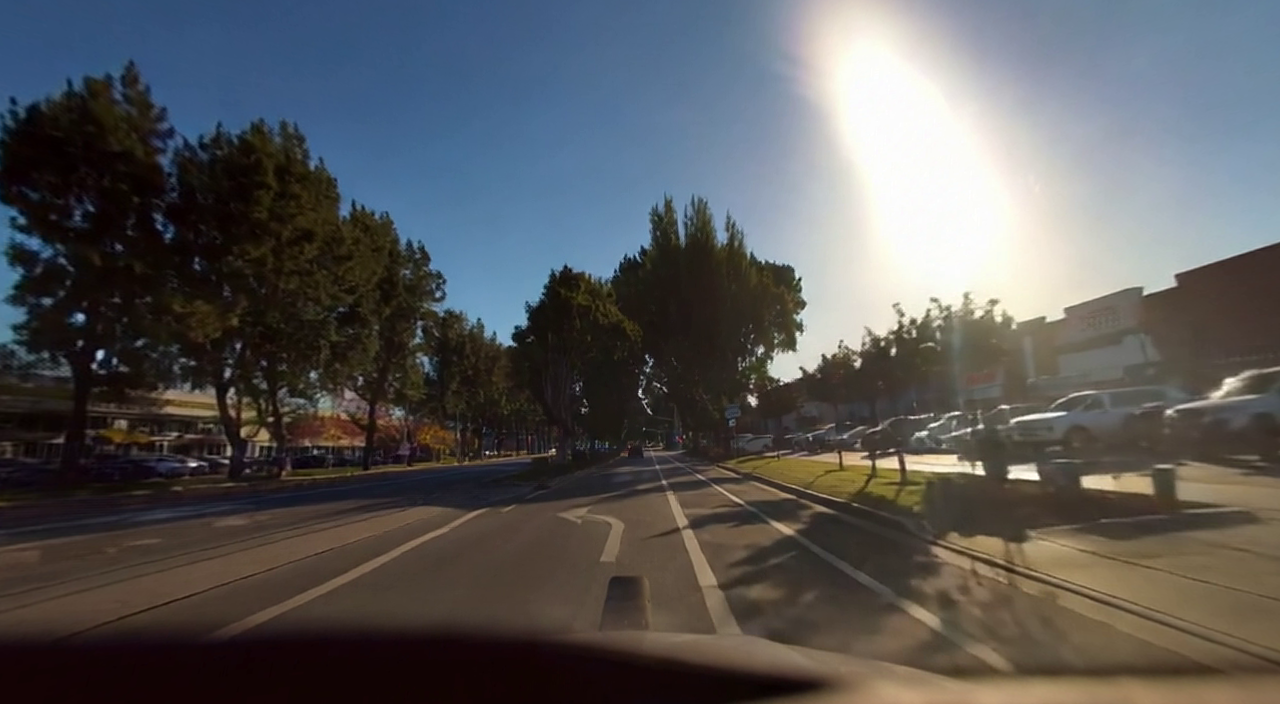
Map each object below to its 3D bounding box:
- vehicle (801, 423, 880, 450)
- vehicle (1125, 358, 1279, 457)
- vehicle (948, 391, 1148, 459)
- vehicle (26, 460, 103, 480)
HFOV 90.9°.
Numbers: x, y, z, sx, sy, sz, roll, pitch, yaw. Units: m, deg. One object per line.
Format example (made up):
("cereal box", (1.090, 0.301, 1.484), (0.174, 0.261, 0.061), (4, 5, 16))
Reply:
("vehicle", (13.160, 5.603, 41.648), (4.469, 1.709, 2.098), (0, -8, 0))
("vehicle", (12.786, 1.141, 12.361), (4.719, 1.763, 2.128), (0, -8, -1))
("vehicle", (12.853, 2.336, 20.163), (4.713, 1.767, 2.268), (-4, -7, 2))
("vehicle", (-44.352, 9.078, 48.626), (4.162, 1.448, 1.900), (0, -8, 2))
